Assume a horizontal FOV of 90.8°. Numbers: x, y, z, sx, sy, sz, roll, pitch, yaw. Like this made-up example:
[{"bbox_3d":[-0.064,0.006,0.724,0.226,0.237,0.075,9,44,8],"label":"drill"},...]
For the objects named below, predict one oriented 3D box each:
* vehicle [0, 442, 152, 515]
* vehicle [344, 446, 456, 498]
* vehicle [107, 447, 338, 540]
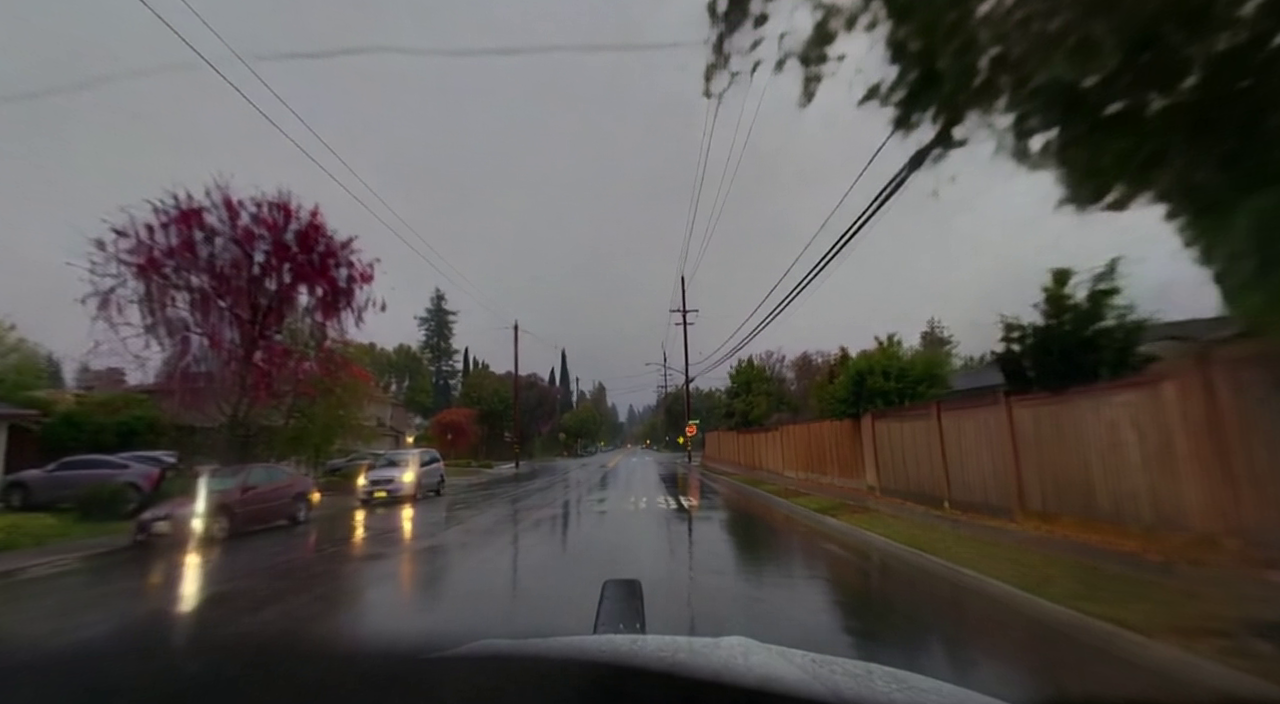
[{"bbox_3d":[-16.294,3.350,17.023,4.364,1.802,2.122,1,-9,-8],"label":"vehicle"},{"bbox_3d":[-8.489,4.261,22.812,2.047,1.679,3.948,-2,-9,8],"label":"vehicle"},{"bbox_3d":[-8.534,2.870,13.467,1.950,1.627,4.027,-1,-8,4],"label":"vehicle"}]
